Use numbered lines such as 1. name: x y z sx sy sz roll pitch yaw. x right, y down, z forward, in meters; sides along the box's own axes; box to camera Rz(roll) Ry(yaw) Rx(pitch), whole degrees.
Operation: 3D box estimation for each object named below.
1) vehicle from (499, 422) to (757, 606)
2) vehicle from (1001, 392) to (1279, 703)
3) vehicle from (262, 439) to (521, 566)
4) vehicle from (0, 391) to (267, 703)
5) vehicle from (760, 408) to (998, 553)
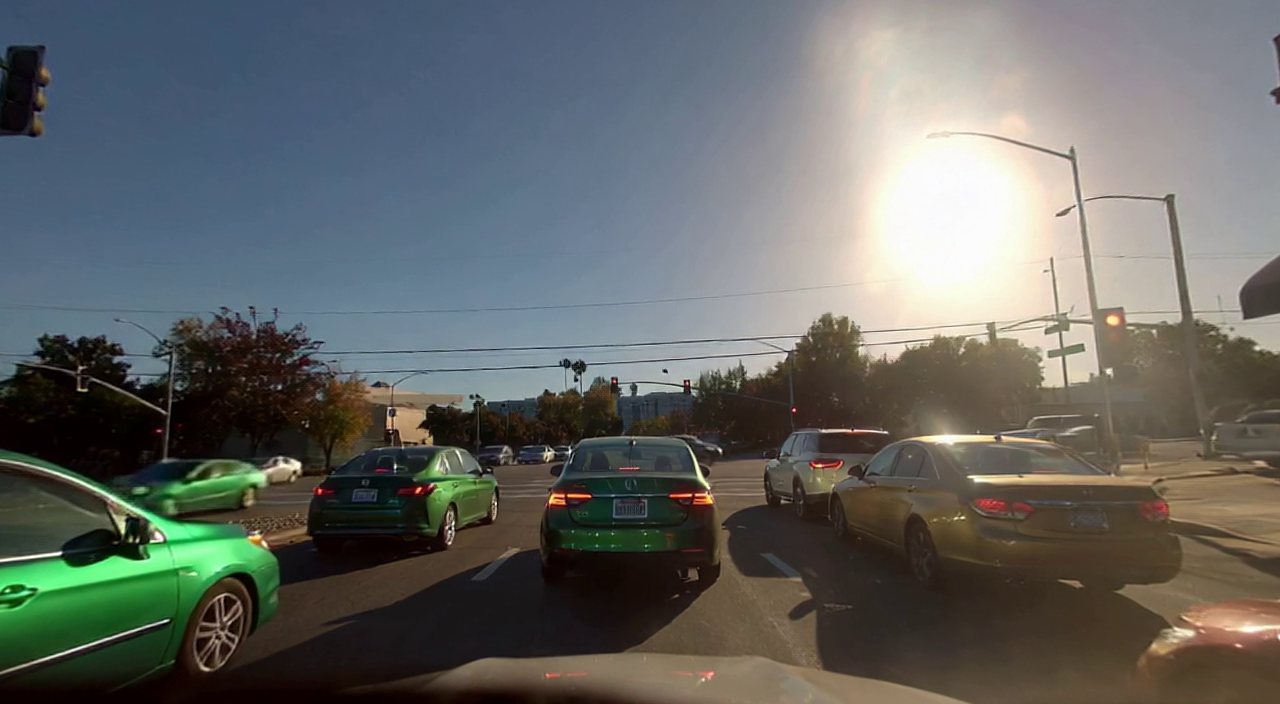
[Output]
1. vehicle: -0.133 1.647 7.357 2.140 1.499 4.119 0 -8 -1
2. vehicle: 3.943 0.972 3.102 1.800 1.519 4.198 0 -8 0
3. vehicle: -3.303 2.071 9.536 1.995 1.436 4.373 -1 -8 2
4. vehicle: -3.480 0.848 1.835 2.016 1.547 4.414 0 -8 1
5. vehicle: 3.303 1.868 9.809 1.992 1.744 4.183 0 -8 -1
